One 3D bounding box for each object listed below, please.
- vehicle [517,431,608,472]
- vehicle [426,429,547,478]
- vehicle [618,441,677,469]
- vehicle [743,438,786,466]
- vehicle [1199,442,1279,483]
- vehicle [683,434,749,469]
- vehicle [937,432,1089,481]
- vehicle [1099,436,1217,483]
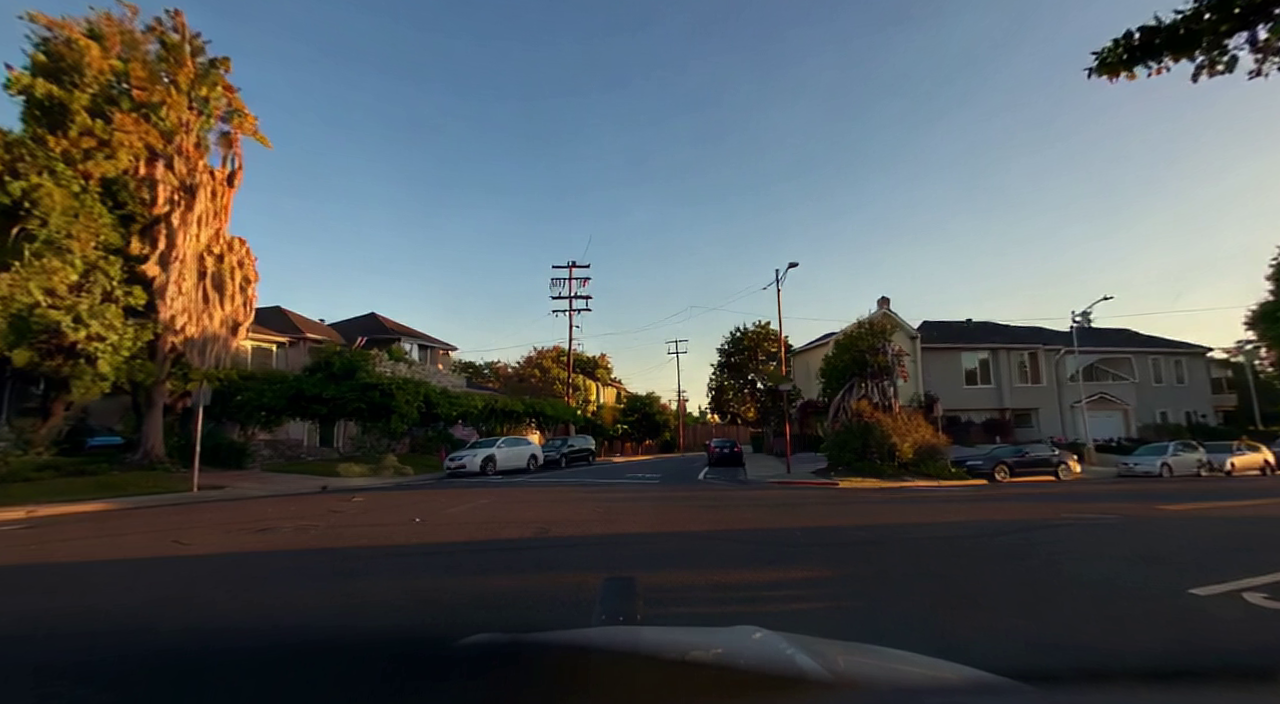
[{"bbox_3d":[-3.936,5.212,33.316,2.283,1.909,5.692,-4,-9,21],"label":"vehicle"},{"bbox_3d":[-6.457,4.394,27.514,2.152,1.877,5.701,-4,-9,21],"label":"vehicle"},{"bbox_3d":[0.614,7.273,44.791,2.287,1.830,5.343,-4,-9,23],"label":"vehicle"},{"bbox_3d":[8.250,6.568,41.661,1.989,1.683,3.918,-4,-9,22],"label":"vehicle"},{"bbox_3d":[29.819,5.262,30.406,5.499,1.837,2.089,4,-9,-24],"label":"vehicle"},{"bbox_3d":[3.858,4.935,31.501,1.981,1.579,4.446,-4,-9,24],"label":"vehicle"},{"bbox_3d":[13.927,3.973,23.615,5.197,1.431,2.136,7,-13,-22],"label":"vehicle"},{"bbox_3d":[22.182,4.558,27.047,4.414,1.837,1.937,3,-9,-23],"label":"vehicle"}]
